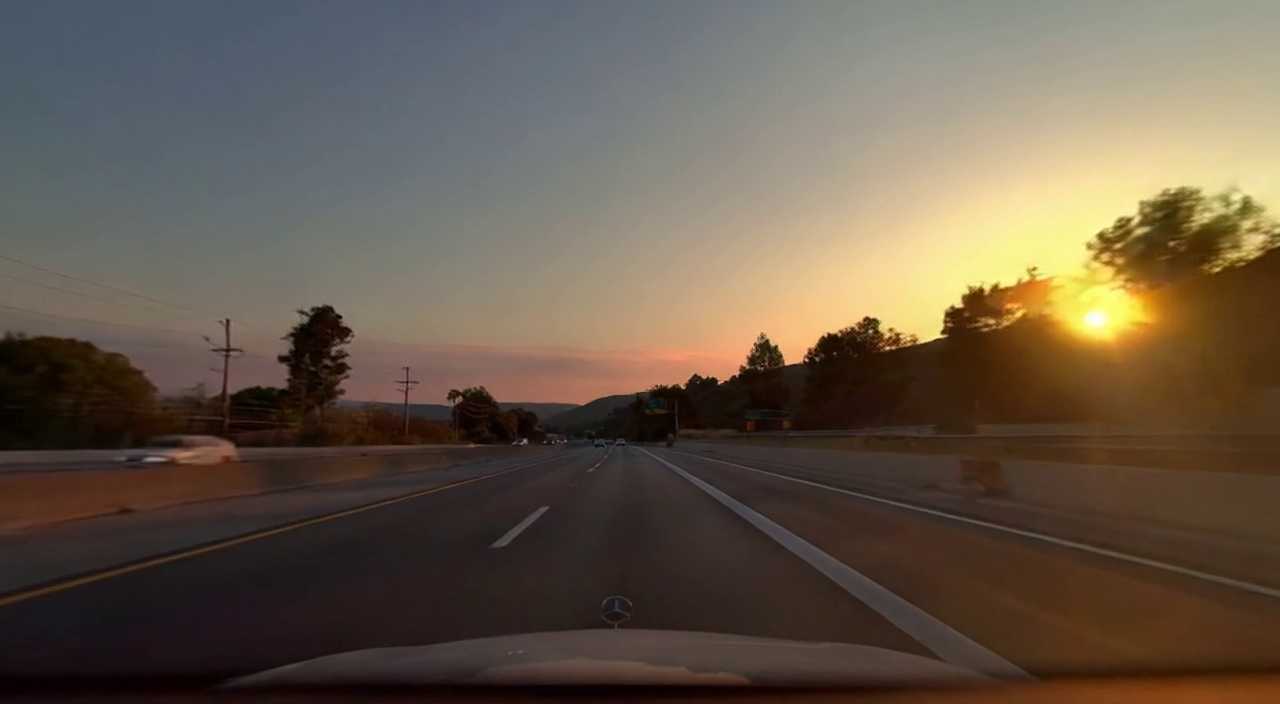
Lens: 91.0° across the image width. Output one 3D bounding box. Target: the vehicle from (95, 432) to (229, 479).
[{"bbox_3d":[-16.143,3.505,21.515,1.709,1.443,3.641,0,-8,0],"label":"vehicle"}]
